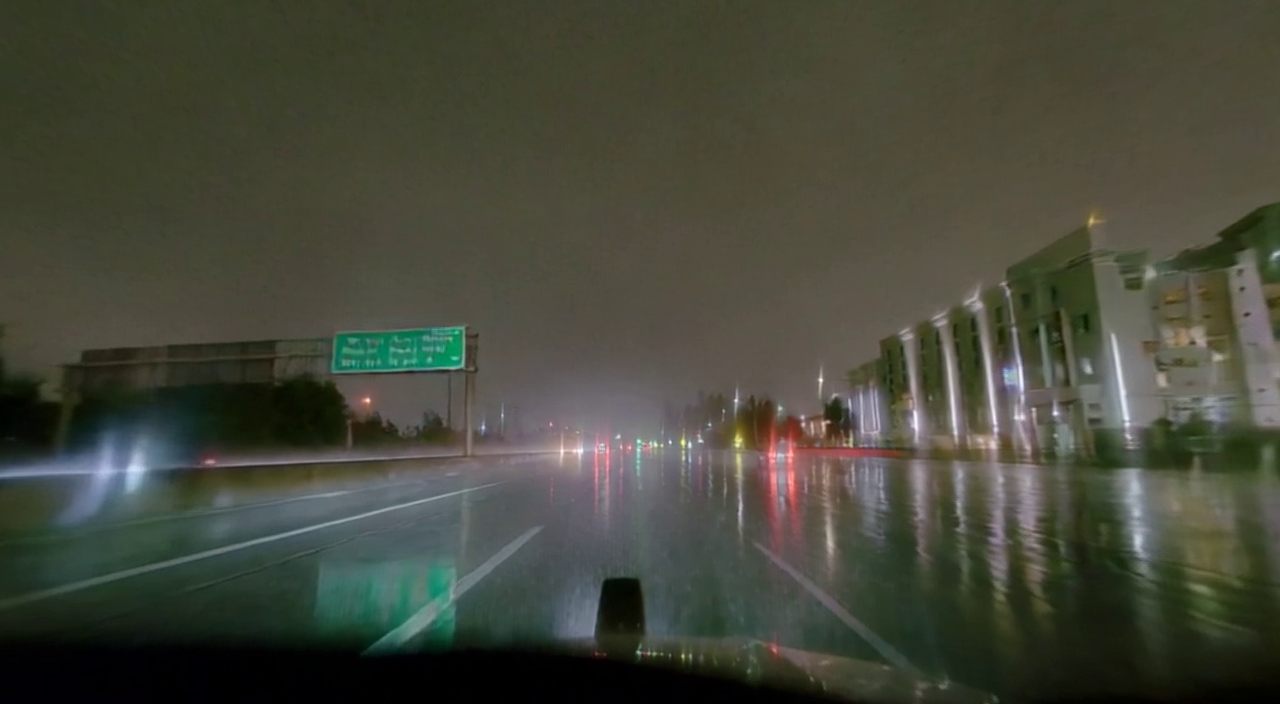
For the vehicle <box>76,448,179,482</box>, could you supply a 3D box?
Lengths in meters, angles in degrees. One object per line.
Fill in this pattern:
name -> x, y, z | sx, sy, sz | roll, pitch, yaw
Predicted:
vehicle -> -24.565, 5.392, 30.464 | 1.783, 1.471, 3.811 | 0, -9, -1
